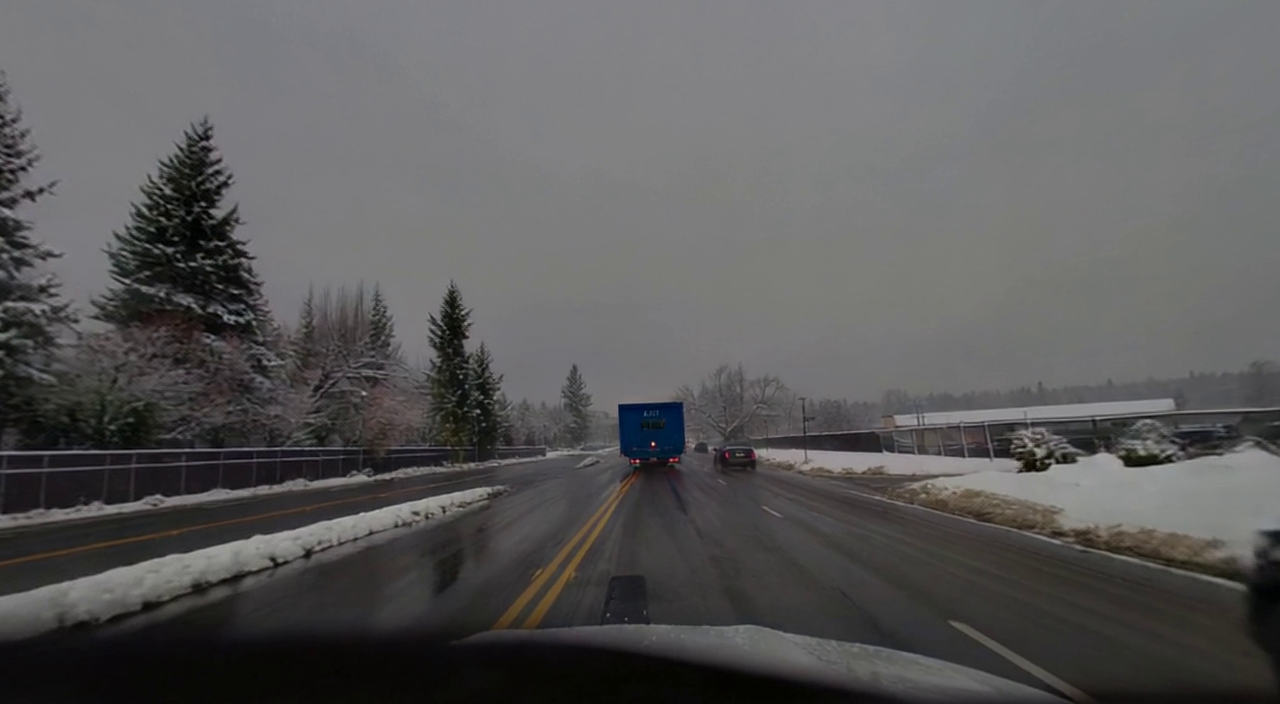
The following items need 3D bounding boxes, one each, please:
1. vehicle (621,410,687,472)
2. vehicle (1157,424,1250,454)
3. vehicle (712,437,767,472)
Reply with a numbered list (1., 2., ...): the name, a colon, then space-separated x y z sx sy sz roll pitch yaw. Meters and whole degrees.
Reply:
1. vehicle: 0.727 4.839 34.201 3.197 2.963 7.055 0 -8 1
2. vehicle: 37.485 5.866 42.162 2.389 1.806 5.792 -3 -9 18
3. vehicle: 5.114 5.329 32.964 2.151 1.662 4.543 0 -8 1
